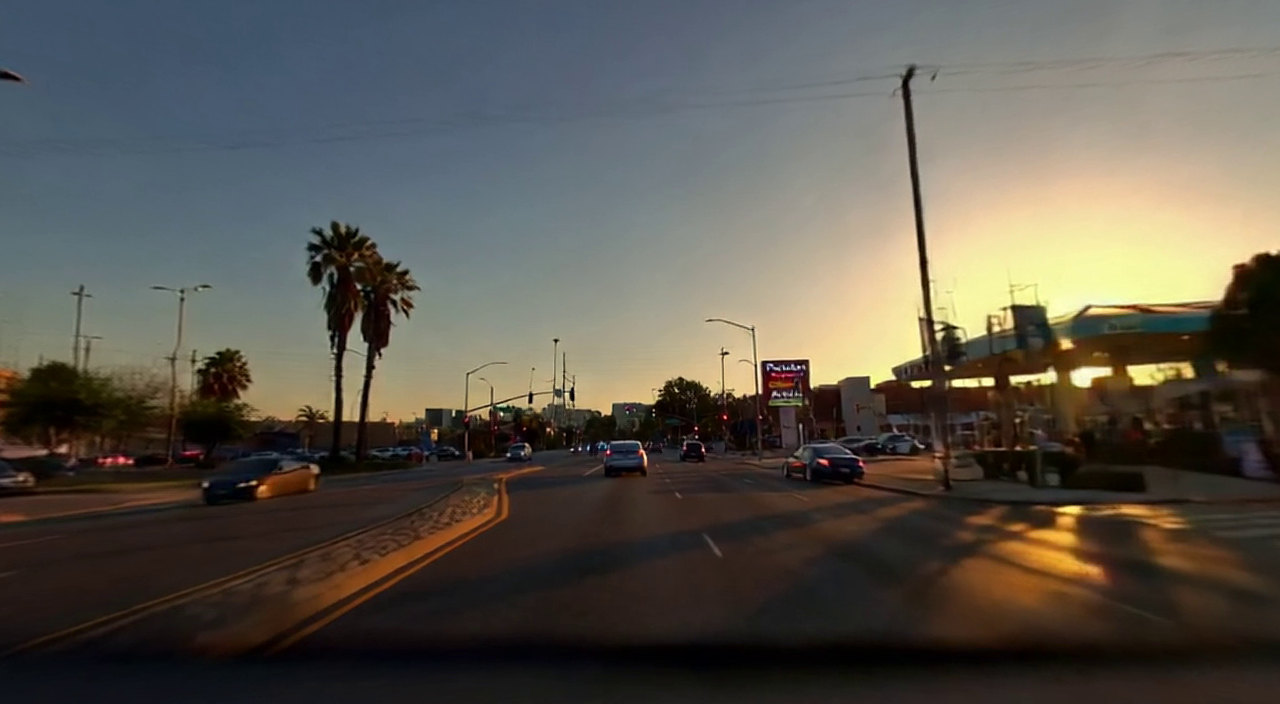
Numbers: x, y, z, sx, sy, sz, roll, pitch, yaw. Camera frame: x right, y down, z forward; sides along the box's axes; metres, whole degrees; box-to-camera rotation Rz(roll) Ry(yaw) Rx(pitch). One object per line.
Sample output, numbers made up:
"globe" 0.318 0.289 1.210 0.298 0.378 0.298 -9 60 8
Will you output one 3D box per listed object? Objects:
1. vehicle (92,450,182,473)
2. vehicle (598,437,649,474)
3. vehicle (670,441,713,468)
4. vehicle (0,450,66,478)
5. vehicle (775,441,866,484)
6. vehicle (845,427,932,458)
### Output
"vehicle" -35.159 7.659 44.324 4.613 1.477 1.927 0 -9 0
"vehicle" -0.712 4.705 28.945 2.160 1.508 4.319 0 -9 -1
"vehicle" 2.918 5.893 36.586 2.060 1.471 4.168 0 -9 -1
"vehicle" -35.079 6.206 35.157 4.418 1.486 1.909 0 -9 -2
"vehicle" 6.754 4.179 24.302 1.922 1.461 4.868 0 -9 -1
"vehicle" 16.141 5.987 41.561 2.172 1.855 5.526 1 -9 -18
